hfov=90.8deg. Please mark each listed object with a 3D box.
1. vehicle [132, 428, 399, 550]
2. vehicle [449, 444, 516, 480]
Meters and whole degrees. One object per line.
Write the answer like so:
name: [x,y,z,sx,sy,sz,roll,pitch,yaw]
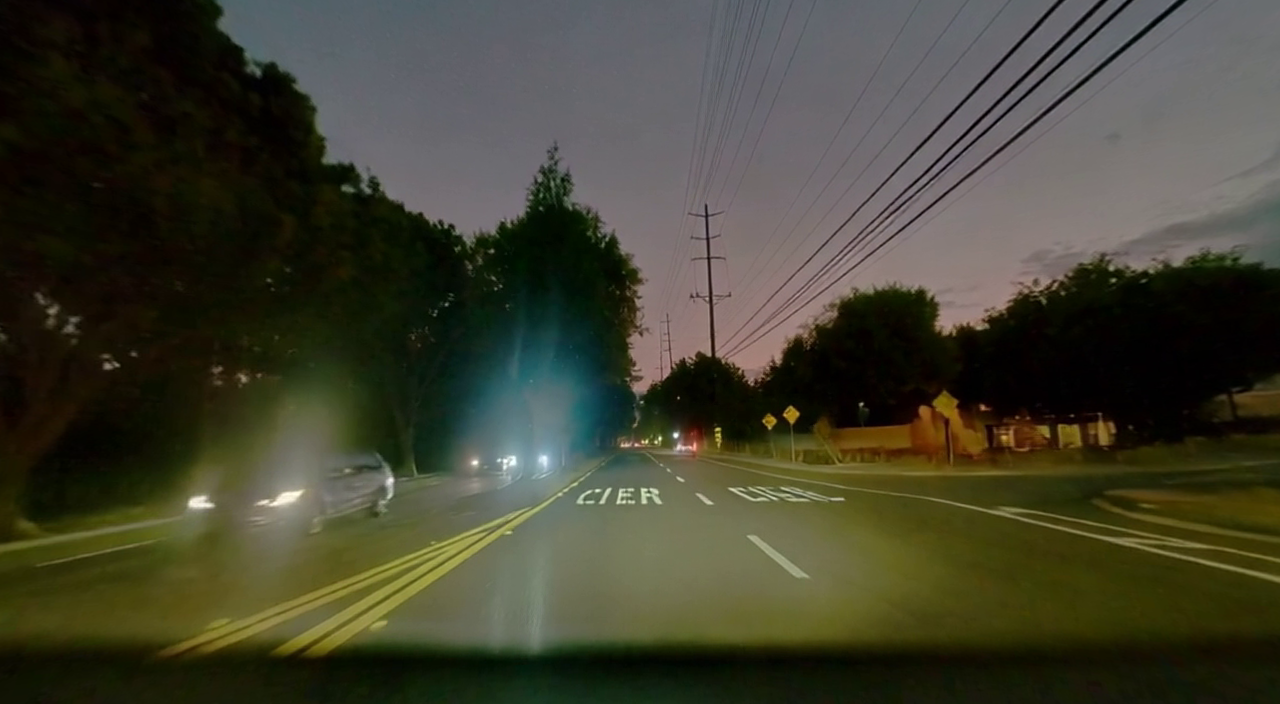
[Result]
vehicle: [-6.217,2.290,11.322,2.157,1.711,4.460,0,-9,-2]
vehicle: [-7.270,5.129,29.683,2.056,1.516,4.386,0,-9,0]
